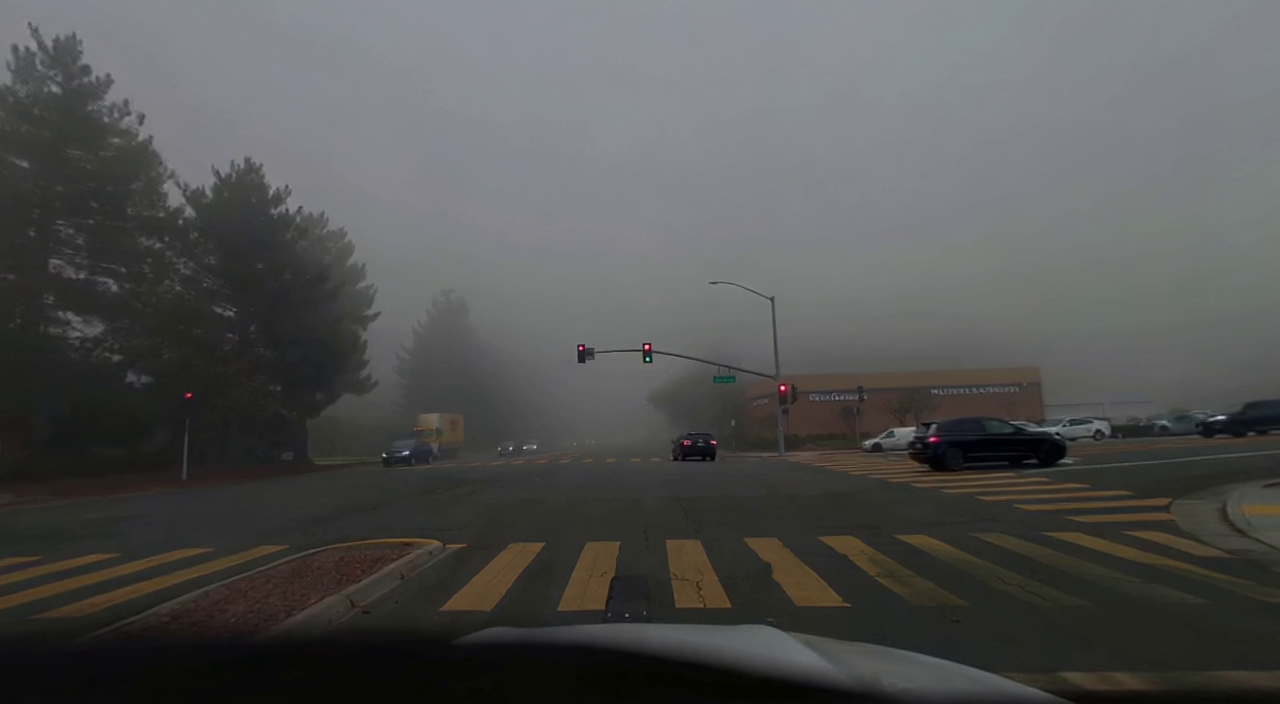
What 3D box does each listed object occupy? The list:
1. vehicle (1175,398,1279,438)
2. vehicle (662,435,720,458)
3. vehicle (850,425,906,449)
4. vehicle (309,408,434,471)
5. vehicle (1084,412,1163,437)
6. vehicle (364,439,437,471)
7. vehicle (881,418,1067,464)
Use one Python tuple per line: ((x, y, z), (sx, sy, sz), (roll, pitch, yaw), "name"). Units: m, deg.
((27.292, 2.999, 28.318), (4.566, 1.670, 2.000), (0, -8, 0), "vehicle")
((3.326, 6.287, 41.839), (1.884, 1.419, 4.448), (4, -9, -25), "vehicle")
((17.376, 6.229, 46.148), (3.329, 1.415, 1.821), (-6, -9, 2), "vehicle")
((-16.704, 5.652, 40.473), (3.161, 3.455, 11.058), (0, -8, 0), "vehicle")
((31.349, 4.763, 41.002), (1.823, 1.480, 4.003), (0, -8, -3), "vehicle")
((-12.123, 5.230, 32.228), (1.996, 1.489, 4.566), (0, -8, -1), "vehicle")
((10.782, 2.920, 20.664), (4.994, 1.416, 1.783), (-1, -8, 5), "vehicle")
